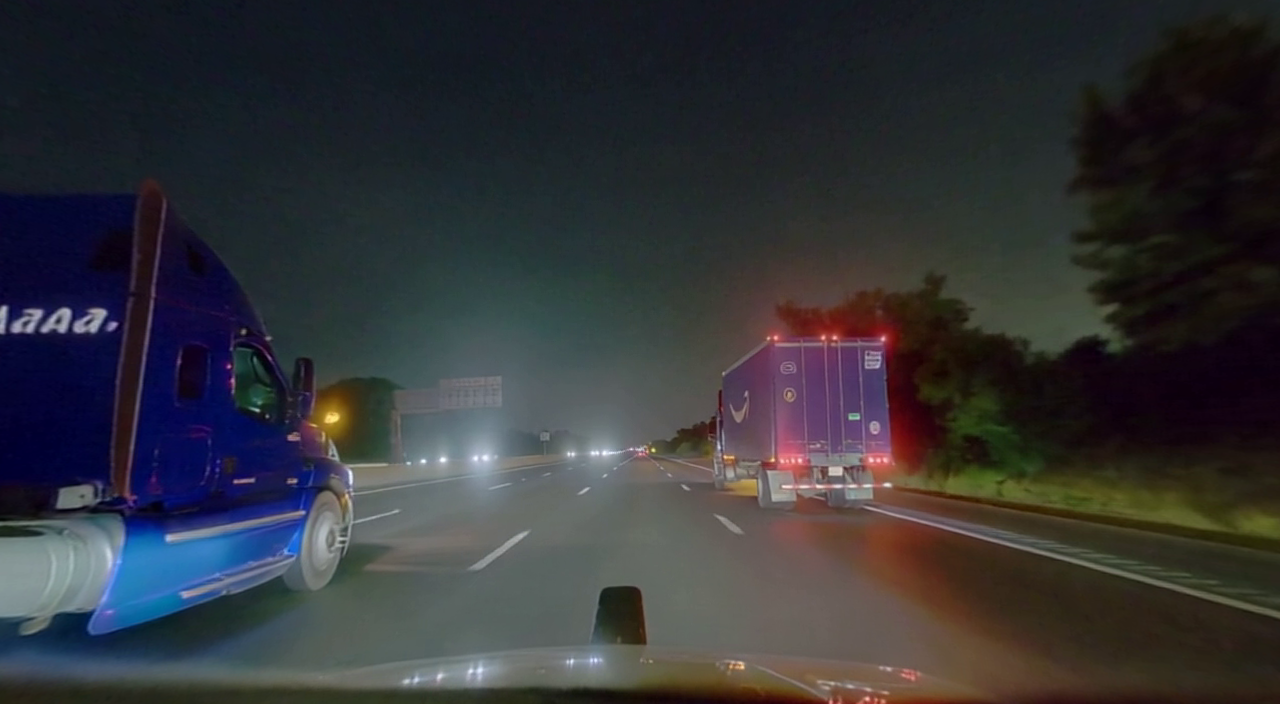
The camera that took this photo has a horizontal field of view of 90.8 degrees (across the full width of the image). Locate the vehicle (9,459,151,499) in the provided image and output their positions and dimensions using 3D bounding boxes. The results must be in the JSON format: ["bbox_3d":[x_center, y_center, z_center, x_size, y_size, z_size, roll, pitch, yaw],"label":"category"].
[{"bbox_3d":[-22.894,5.171,26.066,1.789,1.452,4.408,0,-9,0],"label":"vehicle"}]
